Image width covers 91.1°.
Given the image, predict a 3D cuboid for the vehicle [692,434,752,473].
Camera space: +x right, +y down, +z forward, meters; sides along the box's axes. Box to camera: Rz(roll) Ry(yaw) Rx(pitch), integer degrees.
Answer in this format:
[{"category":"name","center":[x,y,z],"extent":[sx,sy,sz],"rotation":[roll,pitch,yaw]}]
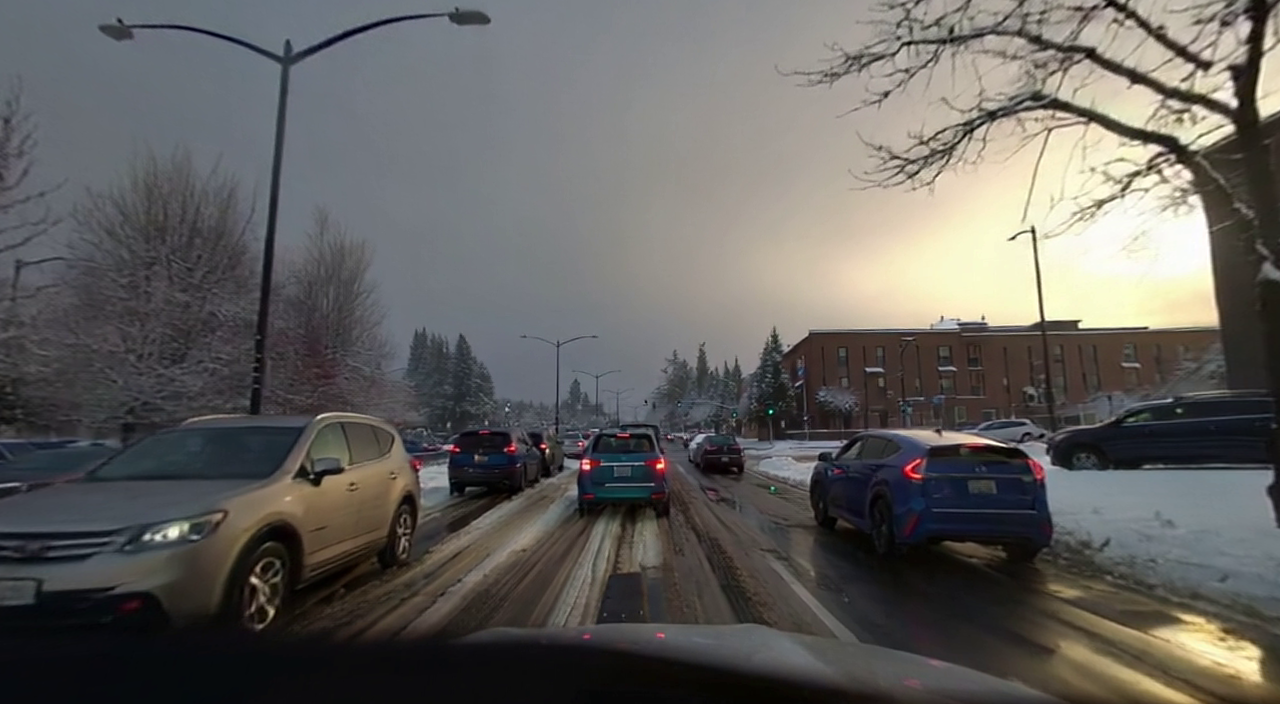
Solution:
[{"category":"vehicle","center":[3.367,4.258,26.481],"extent":[1.948,1.475,4.093],"rotation":[0,-8,0]}]

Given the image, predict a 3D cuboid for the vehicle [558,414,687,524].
[{"category":"vehicle","center":[-0.238,2.142,11.964],"extent":[2.022,1.700,4.084],"rotation":[0,-8,1]}]

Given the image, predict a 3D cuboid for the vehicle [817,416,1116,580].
[{"category":"vehicle","center":[3.701,1.690,8.052],"extent":[1.847,1.554,3.885],"rotation":[0,-8,2]}]

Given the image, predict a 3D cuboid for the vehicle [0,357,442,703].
[{"category":"vehicle","center":[-3.427,1.186,5.221],"extent":[2.047,1.710,4.314],"rotation":[0,-8,1]}]

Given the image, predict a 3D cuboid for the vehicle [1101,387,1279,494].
[{"category":"vehicle","center":[12.523,1.762,12.524],"extent":[4.991,1.978,2.090],"rotation":[-8,-11,43]}]

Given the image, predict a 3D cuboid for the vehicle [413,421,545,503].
[{"category":"vehicle","center":[-3.714,2.634,15.403],"extent":[2.012,1.701,4.316],"rotation":[0,-8,1]}]
